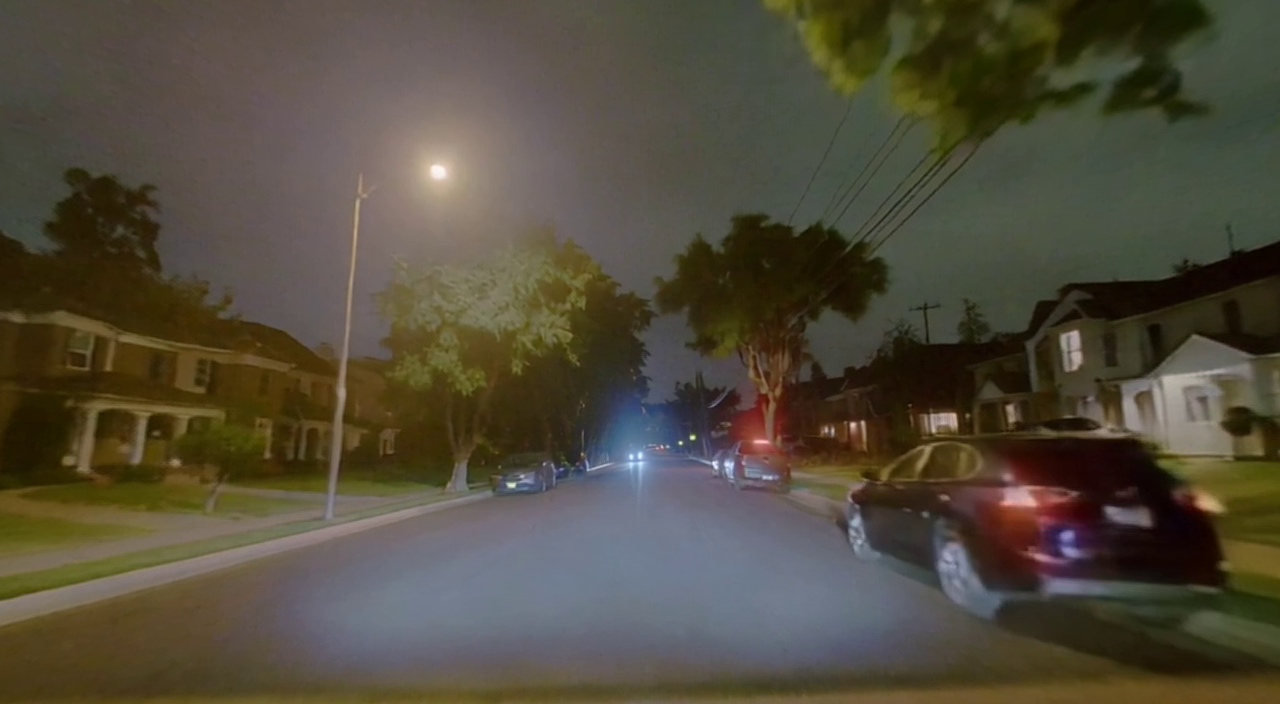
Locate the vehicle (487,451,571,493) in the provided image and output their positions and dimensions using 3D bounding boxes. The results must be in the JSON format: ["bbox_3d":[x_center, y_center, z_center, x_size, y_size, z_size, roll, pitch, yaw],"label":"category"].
[{"bbox_3d":[-4.166,4.626,24.512,2.234,1.377,4.413,-3,-10,3],"label":"vehicle"}]

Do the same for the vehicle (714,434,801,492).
[{"bbox_3d":[4.264,4.154,23.976,2.350,1.912,5.696,0,-9,1],"label":"vehicle"}]

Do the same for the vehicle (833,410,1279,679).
[{"bbox_3d":[3.613,1.558,6.401,2.079,1.651,4.783,-1,-9,4],"label":"vehicle"}]
